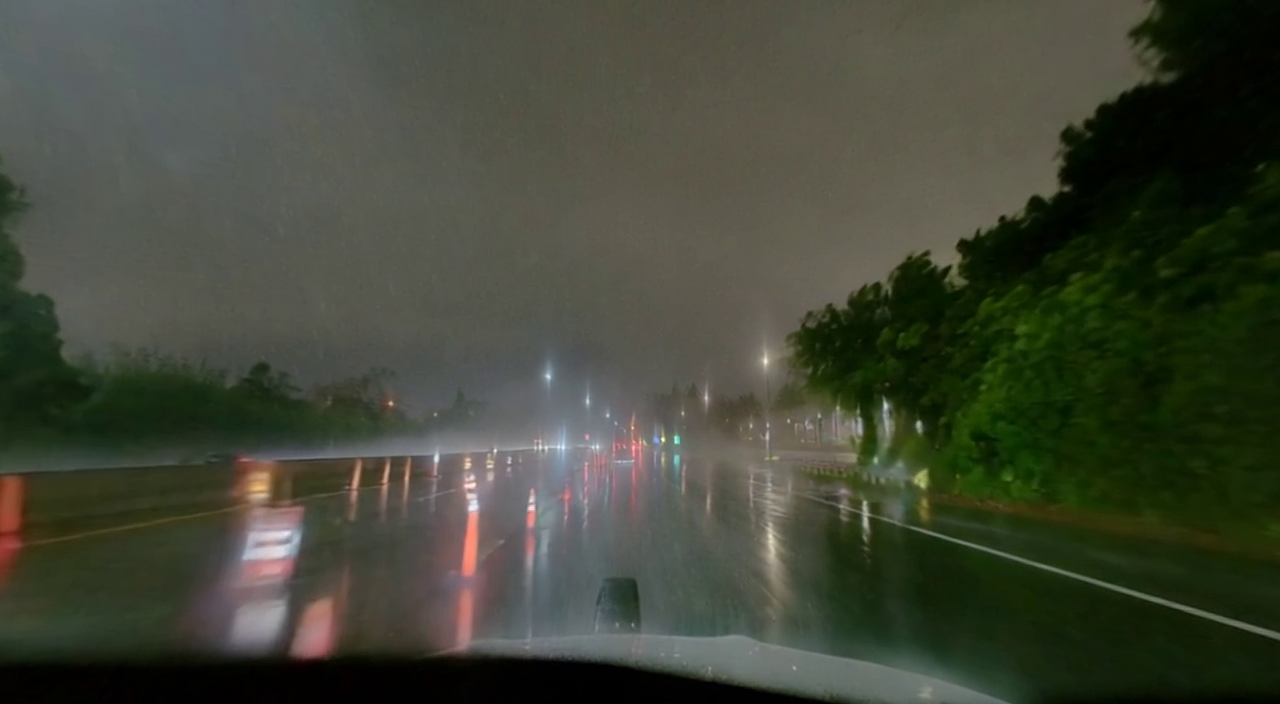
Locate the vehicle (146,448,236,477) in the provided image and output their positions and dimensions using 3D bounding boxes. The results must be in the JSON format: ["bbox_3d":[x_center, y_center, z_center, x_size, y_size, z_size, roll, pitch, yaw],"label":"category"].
[{"bbox_3d":[-24.208,5.959,34.272,1.769,1.463,4.314,0,-9,-2],"label":"vehicle"}]
